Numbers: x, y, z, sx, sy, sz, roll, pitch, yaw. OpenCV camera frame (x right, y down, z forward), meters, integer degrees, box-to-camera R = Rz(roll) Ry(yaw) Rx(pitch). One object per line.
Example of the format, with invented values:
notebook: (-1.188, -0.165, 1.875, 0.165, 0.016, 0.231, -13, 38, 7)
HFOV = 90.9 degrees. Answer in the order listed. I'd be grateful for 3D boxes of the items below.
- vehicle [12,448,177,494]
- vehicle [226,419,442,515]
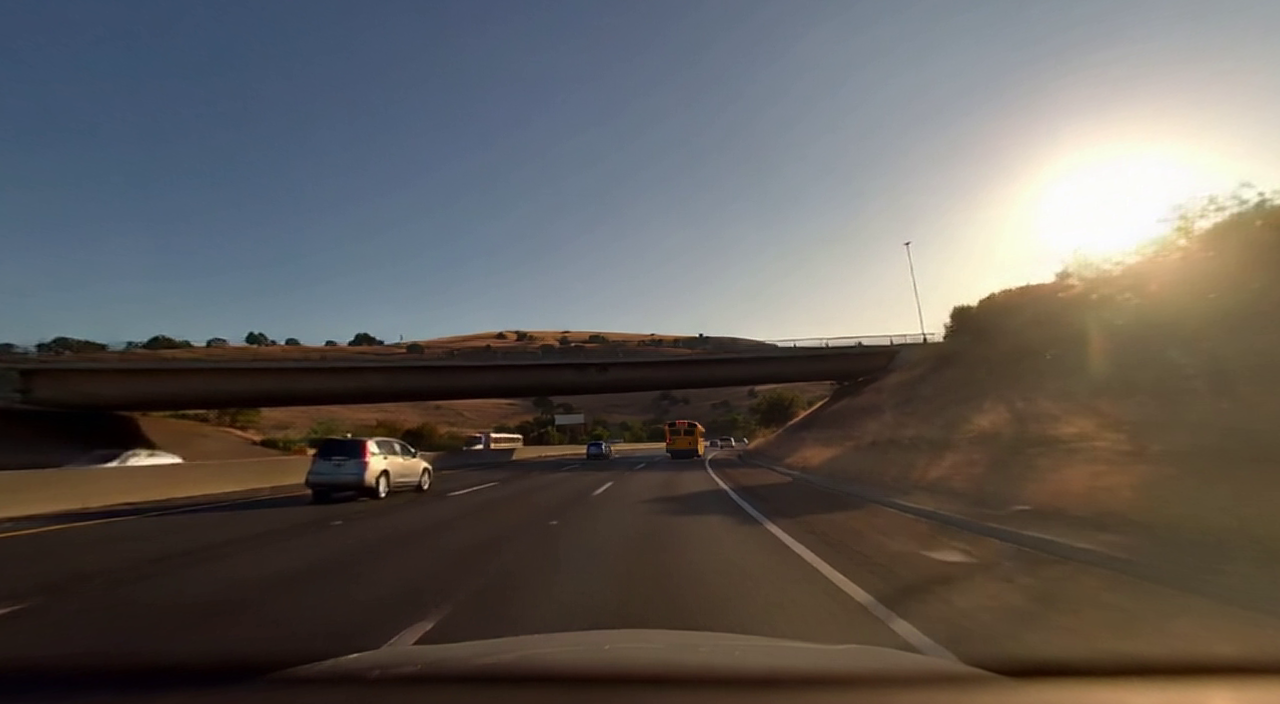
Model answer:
vehicle: (-19.809, 4.294, 23.237, 1.885, 1.458, 4.506, 0, -8, 3)
vehicle: (-6.206, 2.382, 13.603, 2.172, 1.689, 4.625, 0, -8, 2)
